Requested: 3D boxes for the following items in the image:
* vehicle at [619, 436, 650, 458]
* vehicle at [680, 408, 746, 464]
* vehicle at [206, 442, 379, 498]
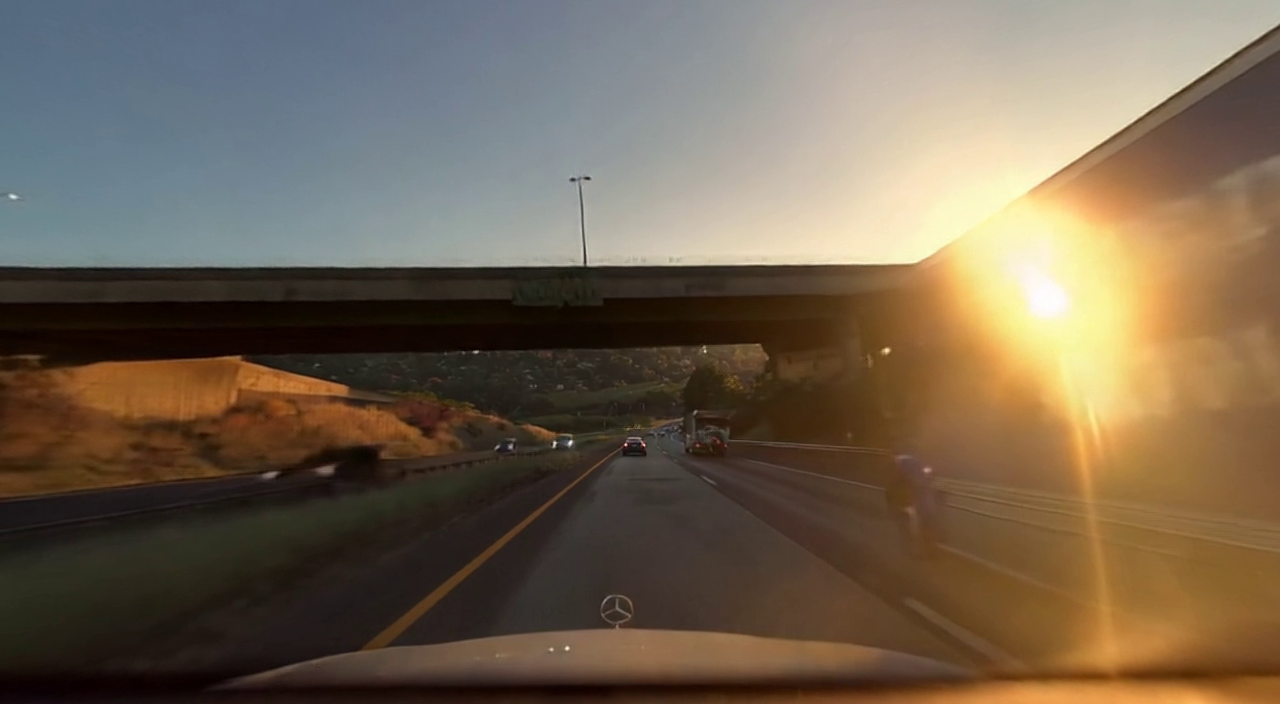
[{"bbox_3d":[-0.353,6.269,41.844,1.996,1.325,4.029,0,-8,0],"label":"vehicle"},{"bbox_3d":[3.811,4.567,34.485,2.715,2.746,6.550,0,-8,-1],"label":"vehicle"},{"bbox_3d":[-8.842,3.010,16.600,2.006,1.218,4.520,0,-8,0],"label":"vehicle"}]
